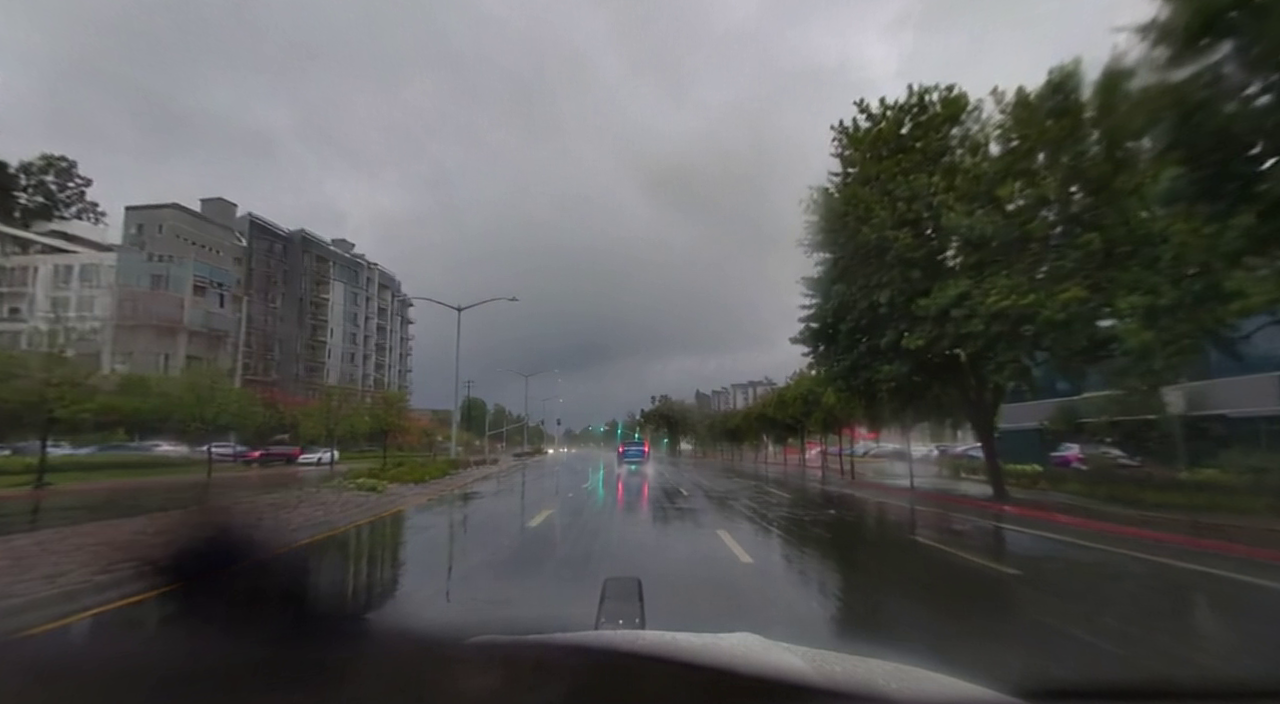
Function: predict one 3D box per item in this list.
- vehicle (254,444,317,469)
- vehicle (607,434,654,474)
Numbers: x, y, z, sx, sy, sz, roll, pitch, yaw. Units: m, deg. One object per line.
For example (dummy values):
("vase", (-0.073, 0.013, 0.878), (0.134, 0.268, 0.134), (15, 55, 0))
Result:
("vehicle", (-27.008, 7.958, 48.331), (1.992, 1.798, 4.987), (0, -9, -1))
("vehicle", (-0.464, 5.224, 32.507), (2.260, 1.872, 4.578), (0, -9, 0))
